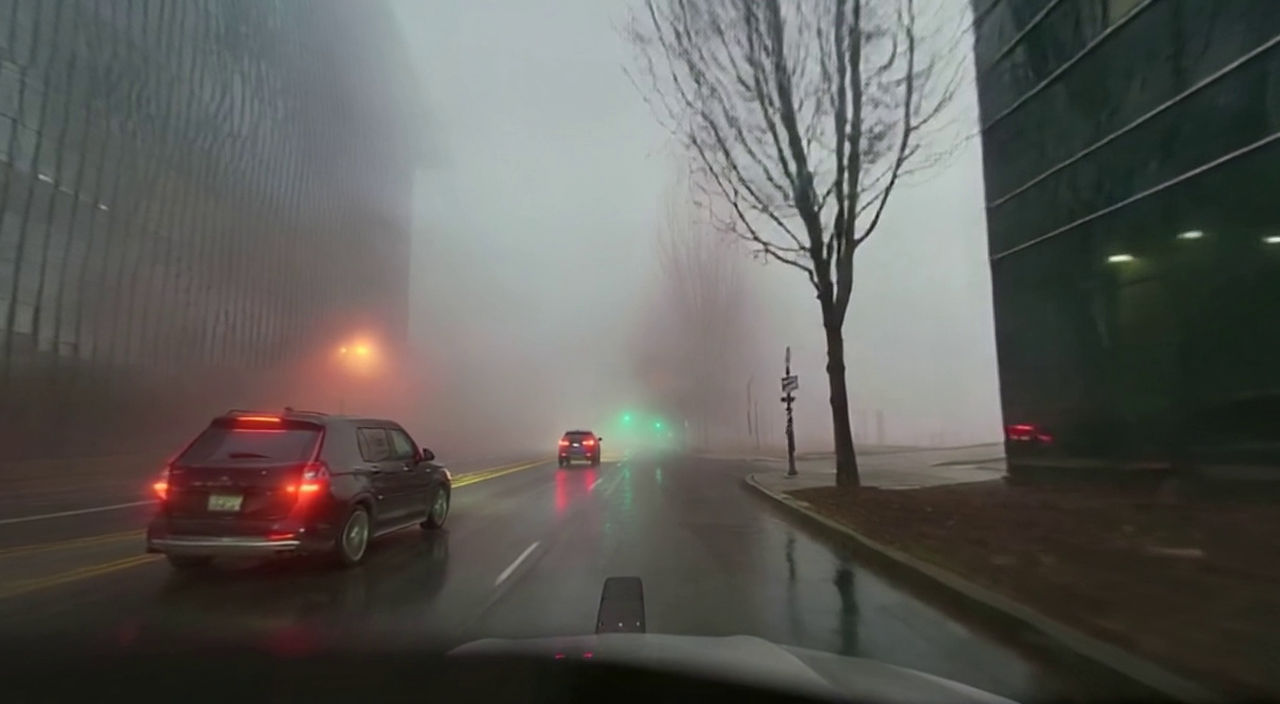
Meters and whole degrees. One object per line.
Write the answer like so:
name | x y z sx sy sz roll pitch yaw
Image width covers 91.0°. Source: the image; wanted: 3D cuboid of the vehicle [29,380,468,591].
vehicle | -3.911 1.454 7.603 2.169 1.741 4.588 0 -9 3

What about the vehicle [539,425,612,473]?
vehicle | -2.602 4.141 26.995 2.384 1.849 5.009 0 -9 3
